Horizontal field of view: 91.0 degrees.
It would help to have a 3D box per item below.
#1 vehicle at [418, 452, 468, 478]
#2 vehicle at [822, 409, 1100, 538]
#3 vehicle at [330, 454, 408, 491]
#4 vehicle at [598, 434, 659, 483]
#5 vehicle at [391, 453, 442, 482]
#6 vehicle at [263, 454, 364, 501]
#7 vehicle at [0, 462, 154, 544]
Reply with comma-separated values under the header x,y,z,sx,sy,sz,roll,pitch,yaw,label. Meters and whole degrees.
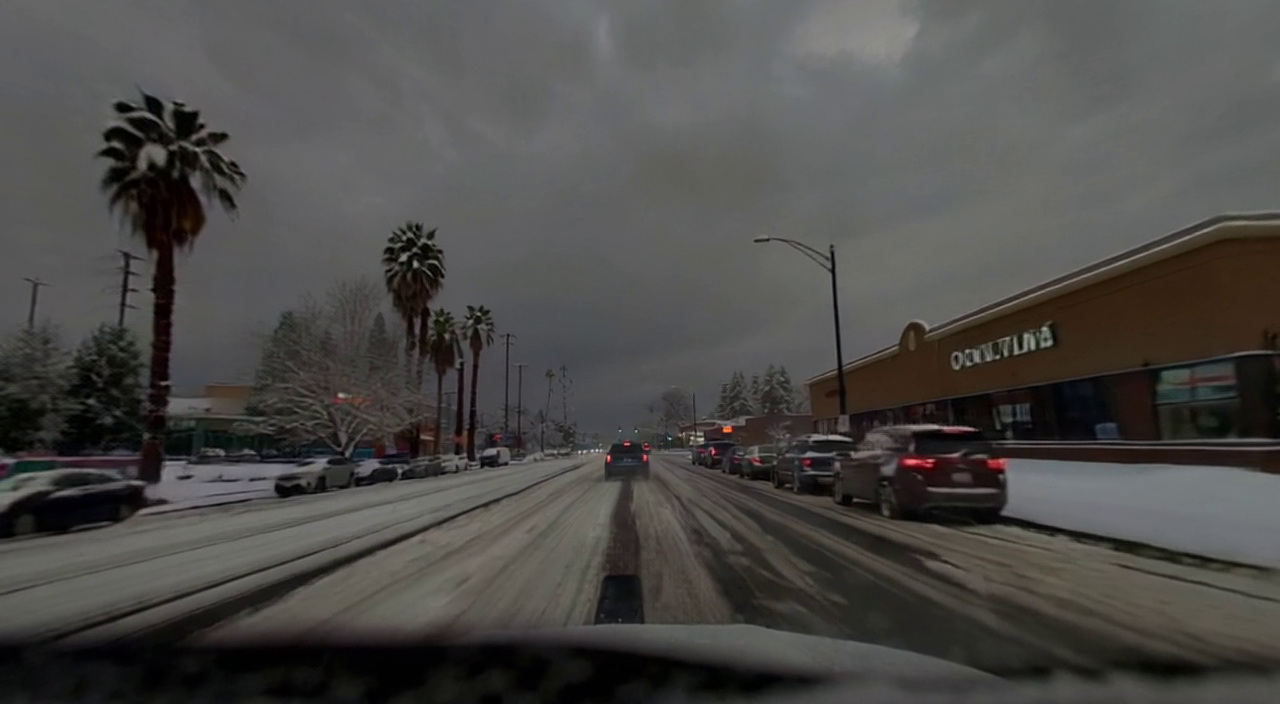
x,y,z,sx,sy,sz,roll,pitch,yaw,label
-13.324,7.661,42.822,1.914,1.489,4.523,-4,-8,0,vehicle
5.691,2.265,12.448,2.430,1.924,5.779,0,-8,0,vehicle
-13.065,5.829,30.683,1.804,1.441,4.534,-4,-8,0,vehicle
-0.413,4.212,25.134,2.239,1.763,4.096,0,-8,0,vehicle
-13.255,6.828,37.487,1.774,1.522,3.699,-2,-8,-1,vehicle
-13.282,5.086,25.921,1.840,1.521,4.450,-5,-8,-1,vehicle
-13.268,3.260,13.681,1.968,1.472,4.345,-5,-8,0,vehicle
